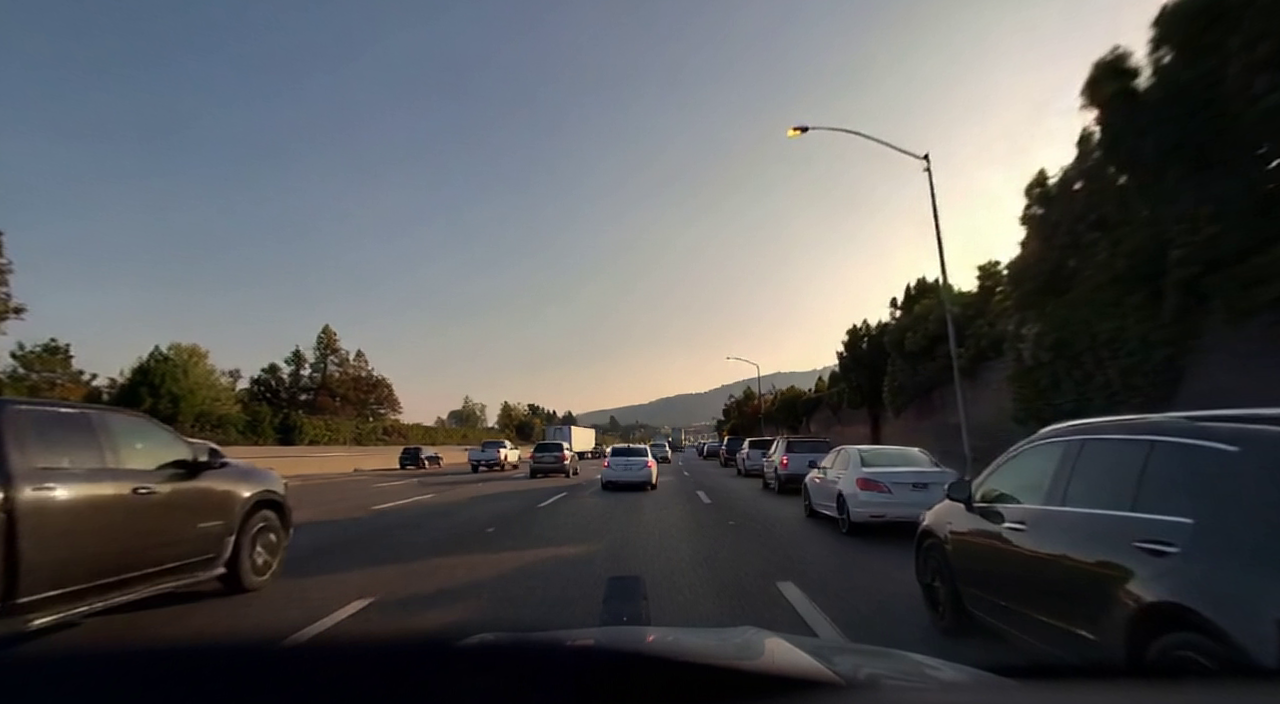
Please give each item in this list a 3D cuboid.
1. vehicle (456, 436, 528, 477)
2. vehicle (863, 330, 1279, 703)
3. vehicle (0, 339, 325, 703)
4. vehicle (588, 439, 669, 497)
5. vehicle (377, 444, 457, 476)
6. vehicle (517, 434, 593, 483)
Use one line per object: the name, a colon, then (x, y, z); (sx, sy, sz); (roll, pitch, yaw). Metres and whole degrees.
vehicle: (-6.630, 4.741, 28.798); (2.023, 1.693, 4.386); (-1, -8, 3)
vehicle: (2.777, 0.900, 2.681); (1.964, 1.631, 4.837); (0, -8, 1)
vehicle: (-4.116, 0.873, 3.150); (2.110, 1.811, 5.585); (0, -8, 1)
vehicle: (-0.242, 3.263, 18.164); (2.070, 1.456, 4.029); (0, -8, 2)
vehicle: (-10.883, 5.277, 31.173); (1.903, 1.460, 4.958); (-1, -8, 3)
vehicle: (-3.193, 4.103, 24.658); (2.153, 1.726, 4.546); (0, -8, 3)
